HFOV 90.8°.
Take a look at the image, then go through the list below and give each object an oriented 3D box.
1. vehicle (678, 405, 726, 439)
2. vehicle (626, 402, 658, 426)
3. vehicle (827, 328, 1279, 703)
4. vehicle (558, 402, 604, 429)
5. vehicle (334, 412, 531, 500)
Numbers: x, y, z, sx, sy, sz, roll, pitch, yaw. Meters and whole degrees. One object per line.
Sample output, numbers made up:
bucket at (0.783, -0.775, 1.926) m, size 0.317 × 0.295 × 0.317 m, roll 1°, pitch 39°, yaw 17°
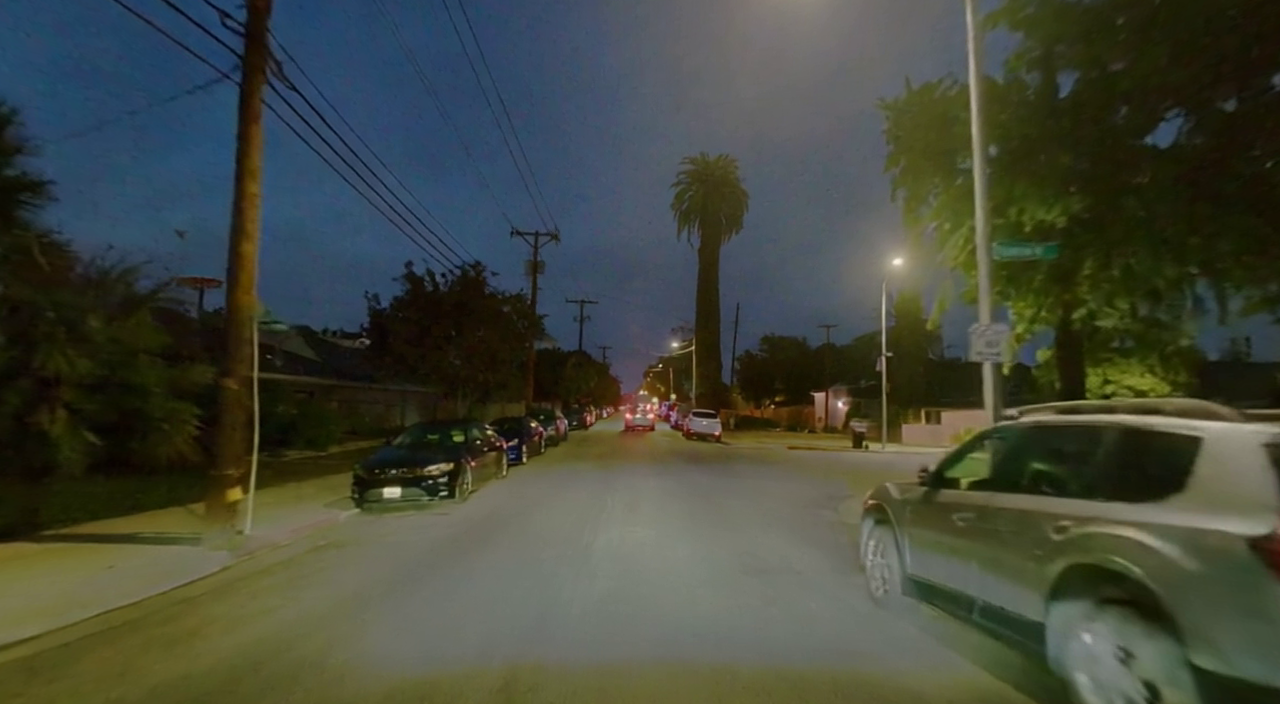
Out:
vehicle at (3.138, 3.704, 32.933) m, size 2.060 × 1.614 × 4.652 m, roll 0°, pitch -8°, yaw 0°
vehicle at (0.150, 4.411, 44.303) m, size 2.081 × 1.483 × 4.599 m, roll 0°, pitch -8°, yaw 0°
vehicle at (2.775, 1.101, 3.921) m, size 1.895 × 1.680 × 4.842 m, roll 0°, pitch -8°, yaw 2°
vehicle at (-3.707, 4.144, 40.790) m, size 2.130 × 1.543 × 5.386 m, roll 0°, pitch -8°, yaw 4°
vehicle at (-4.072, 2.190, 13.751) m, size 2.157 × 1.487 × 5.718 m, roll 0°, pitch -8°, yaw 2°
